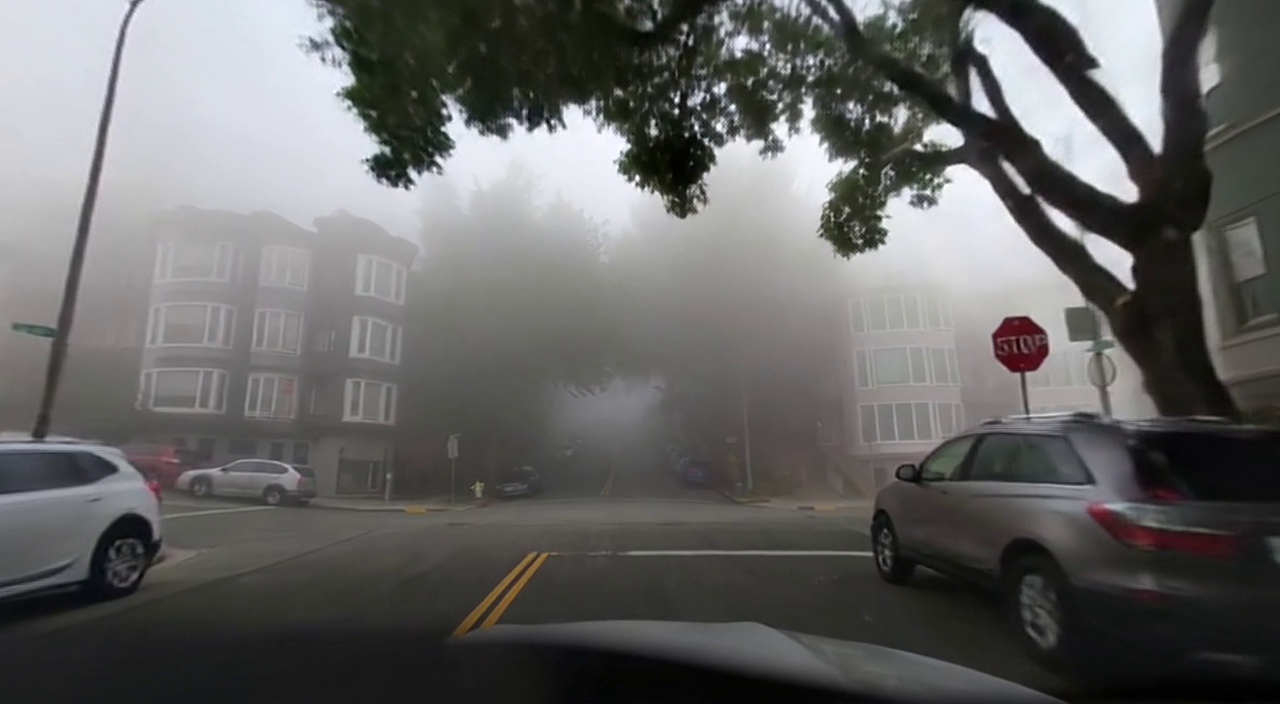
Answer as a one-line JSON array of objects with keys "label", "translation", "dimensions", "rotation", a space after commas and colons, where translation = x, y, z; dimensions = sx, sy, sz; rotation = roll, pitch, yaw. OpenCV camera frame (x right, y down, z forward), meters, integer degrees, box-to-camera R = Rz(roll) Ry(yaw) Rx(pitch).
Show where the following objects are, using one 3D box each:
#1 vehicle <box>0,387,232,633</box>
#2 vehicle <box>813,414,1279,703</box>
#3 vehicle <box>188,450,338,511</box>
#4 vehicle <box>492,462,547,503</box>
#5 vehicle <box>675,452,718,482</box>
[{"label": "vehicle", "translation": [-6.069, 1.322, 5.241], "dimensions": [2.076, 1.913, 5.060], "rotation": [-3, -8, -1]}, {"label": "vehicle", "translation": [3.325, 1.466, 5.730], "dimensions": [2.064, 1.548, 5.186], "rotation": [0, -8, 0]}, {"label": "vehicle", "translation": [-13.966, 4.813, 23.607], "dimensions": [4.243, 1.676, 1.844], "rotation": [6, -12, 2]}, {"label": "vehicle", "translation": [-5.884, 6.404, 31.314], "dimensions": [1.987, 1.662, 4.141], "rotation": [-2, -8, -1]}, {"label": "vehicle", "translation": [3.417, 7.037, 38.942], "dimensions": [2.051, 1.526, 4.673], "rotation": [0, -7, -2]}]
